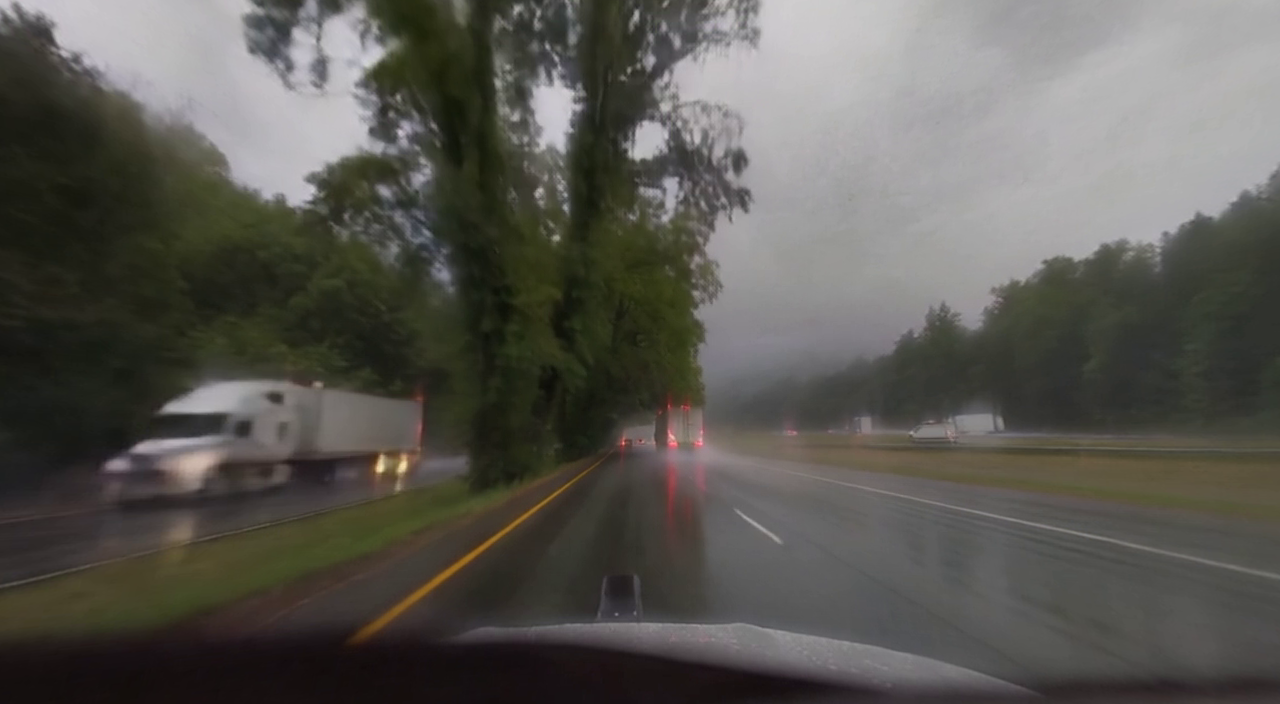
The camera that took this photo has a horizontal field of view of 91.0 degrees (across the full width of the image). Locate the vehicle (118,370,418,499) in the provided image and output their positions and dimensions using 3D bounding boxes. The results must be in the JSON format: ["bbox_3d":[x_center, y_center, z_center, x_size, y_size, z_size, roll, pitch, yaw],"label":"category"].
[{"bbox_3d":[-14.403,3.701,27.896,3.356,3.915,17.078,0,-8,-1],"label":"vehicle"}]
